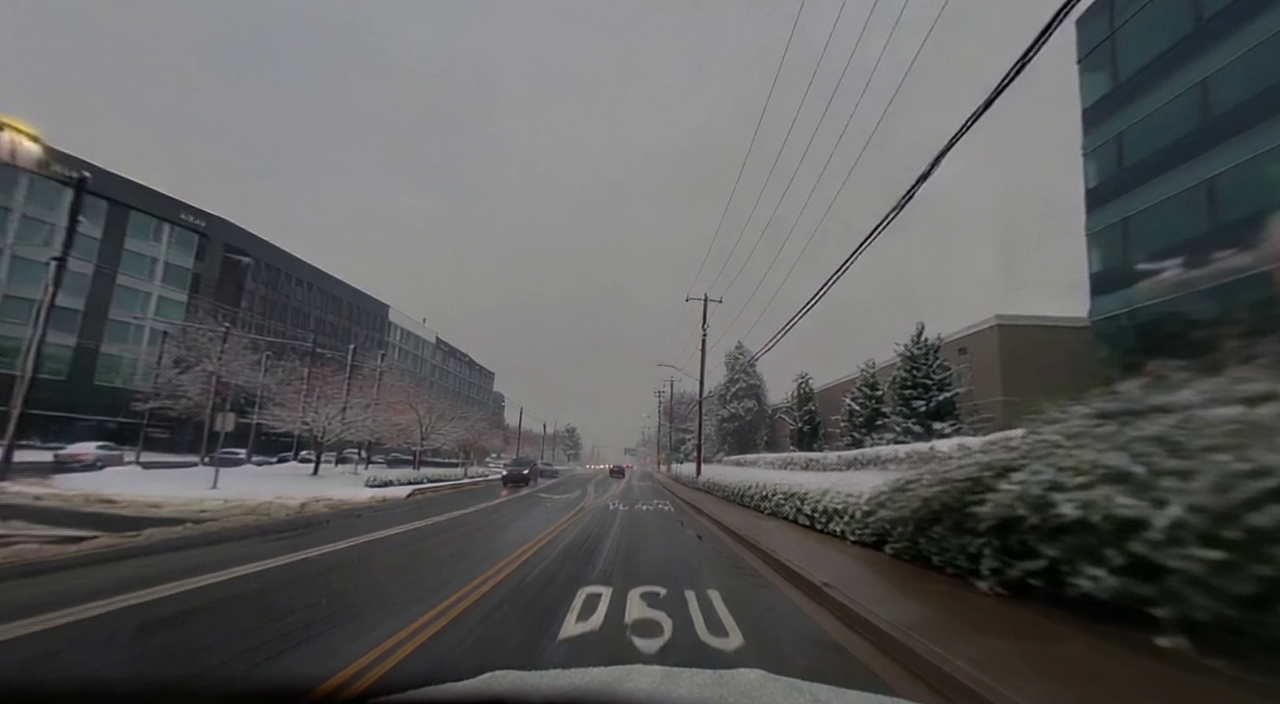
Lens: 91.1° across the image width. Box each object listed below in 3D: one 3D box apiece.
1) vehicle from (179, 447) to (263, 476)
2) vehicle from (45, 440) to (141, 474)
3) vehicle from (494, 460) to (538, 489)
[{"bbox_3d":[-26.350,6.873,39.521,4.630,1.710,2.035,-4,-11,23],"label":"vehicle"},{"bbox_3d":[-28.631,5.523,32.898,3.973,1.647,1.896,-3,-11,19],"label":"vehicle"},{"bbox_3d":[-7.191,7.155,36.779,1.922,1.540,3.771,1,-11,-2],"label":"vehicle"}]
